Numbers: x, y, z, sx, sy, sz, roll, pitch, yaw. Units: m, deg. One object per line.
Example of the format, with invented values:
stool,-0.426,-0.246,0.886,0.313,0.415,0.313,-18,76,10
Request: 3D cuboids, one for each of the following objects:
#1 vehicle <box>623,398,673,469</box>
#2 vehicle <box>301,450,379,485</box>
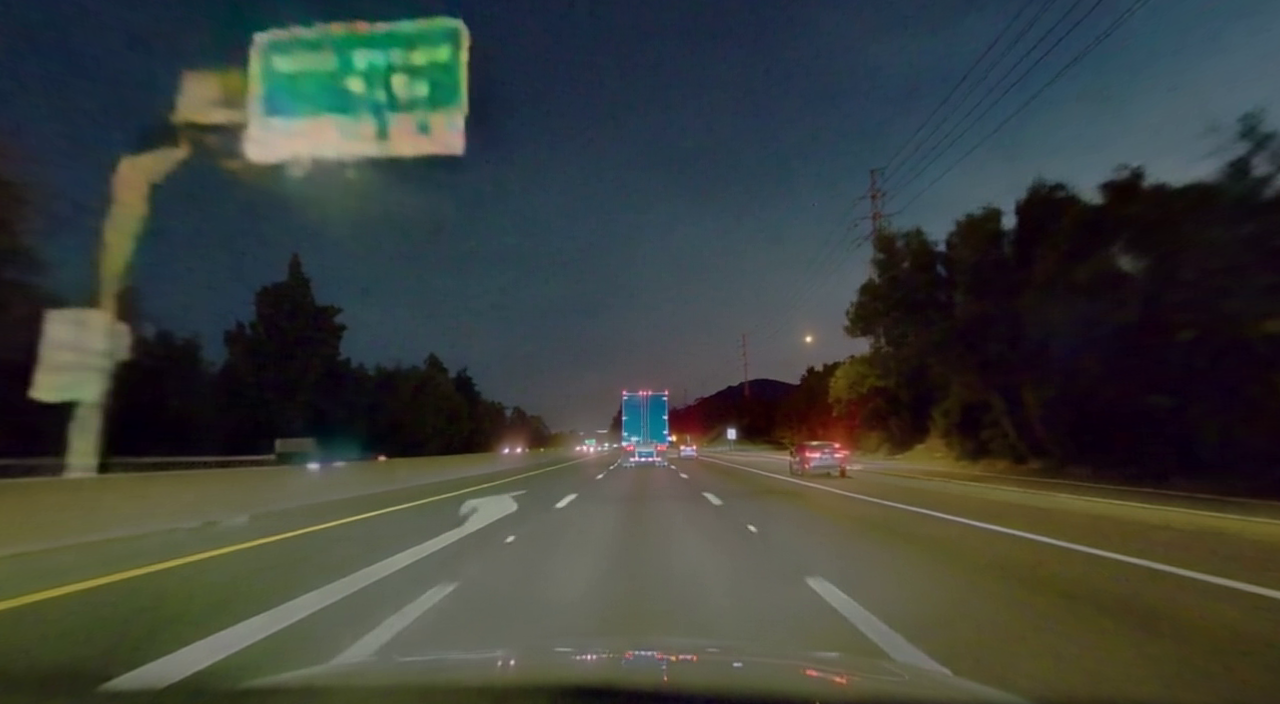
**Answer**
vehicle,0.363,5.583,42.324,2.919,4.101,11.541,0,-8,-1
vehicle,-16.220,6.243,34.398,1.875,1.601,4.906,-3,-8,0
